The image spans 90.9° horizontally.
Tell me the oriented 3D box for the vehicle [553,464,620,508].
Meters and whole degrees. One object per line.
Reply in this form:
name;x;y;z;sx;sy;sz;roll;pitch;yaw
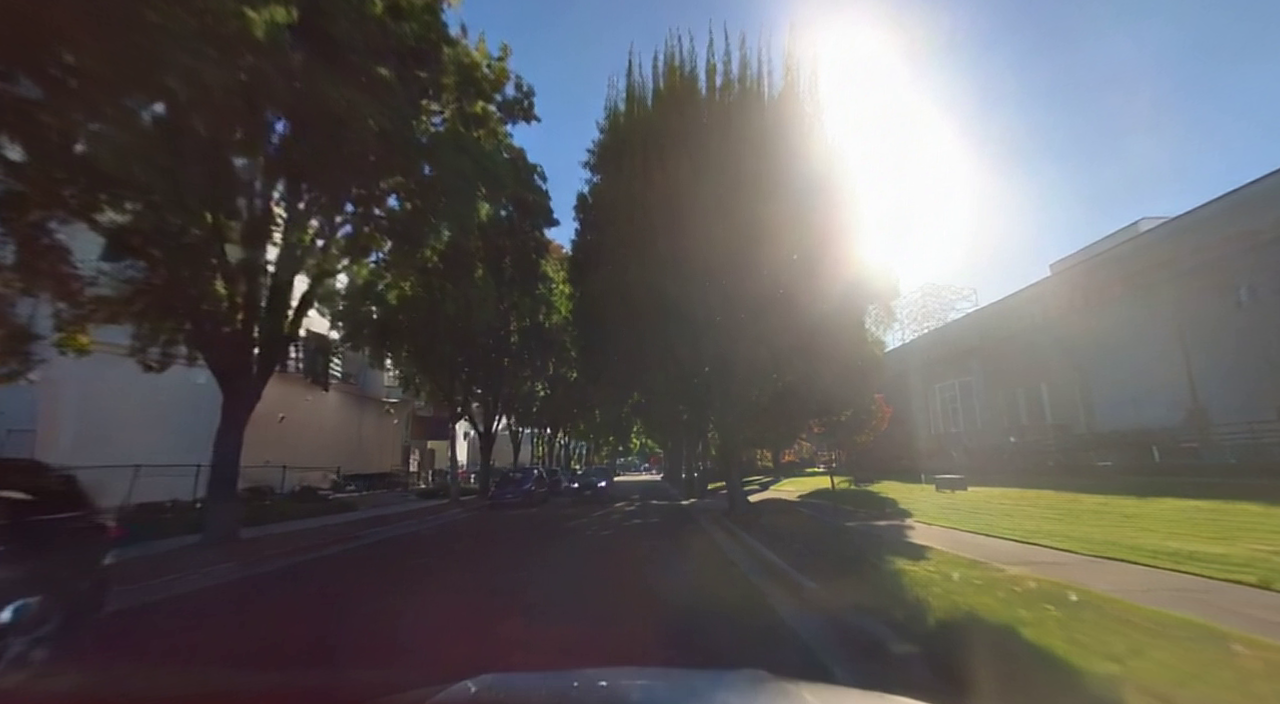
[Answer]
vehicle;-1.912;5.027;23.912;1.978;1.453;4.314;1;-11;2

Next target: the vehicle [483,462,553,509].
vehicle;-4.538;5.000;23.957;2.011;1.596;3.760;-1;-10;-2

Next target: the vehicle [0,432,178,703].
vehicle;-4.641;1.127;2.859;1.903;1.542;4.115;-1;-10;1
